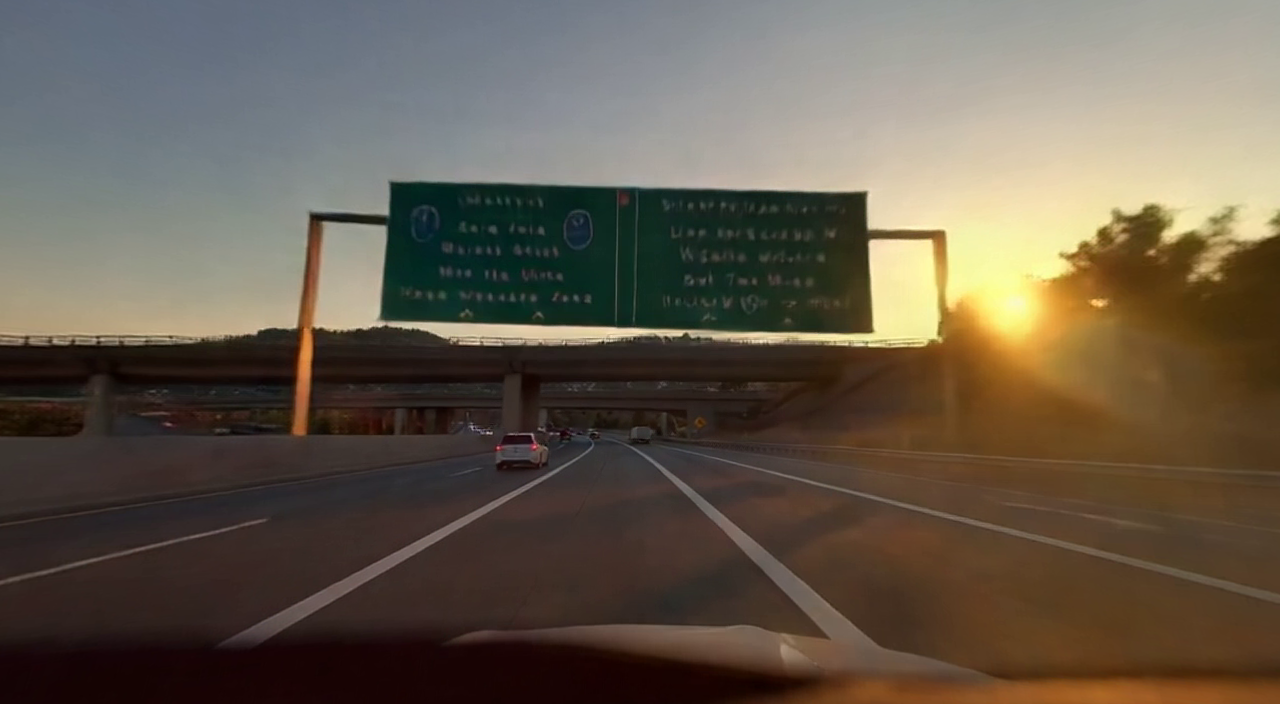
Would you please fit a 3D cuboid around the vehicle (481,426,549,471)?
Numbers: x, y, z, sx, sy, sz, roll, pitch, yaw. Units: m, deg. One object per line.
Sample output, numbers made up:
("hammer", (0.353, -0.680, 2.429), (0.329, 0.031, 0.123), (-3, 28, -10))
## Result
("vehicle", (-4.653, 3.650, 24.010), (1.878, 1.548, 3.966), (0, -8, -2))
